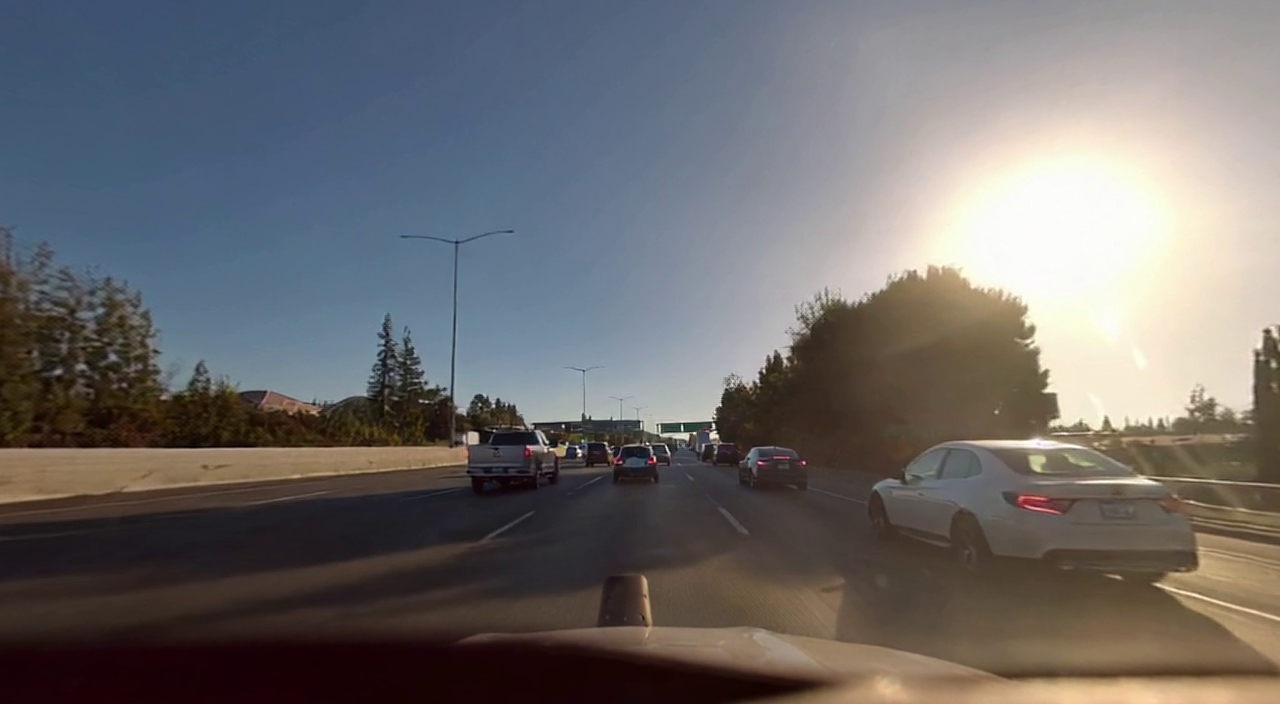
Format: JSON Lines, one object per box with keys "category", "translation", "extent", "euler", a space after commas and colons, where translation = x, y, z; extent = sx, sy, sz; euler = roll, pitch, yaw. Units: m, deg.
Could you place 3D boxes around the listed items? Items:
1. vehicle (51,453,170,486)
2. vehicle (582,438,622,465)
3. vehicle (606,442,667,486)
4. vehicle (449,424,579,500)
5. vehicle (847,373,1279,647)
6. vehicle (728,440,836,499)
{"category": "vehicle", "translation": [-26.240, 5.813, 31.473], "extent": [1.956, 1.476, 4.412], "euler": [0, -8, 3]}
{"category": "vehicle", "translation": [-2.609, 7.076, 44.923], "extent": [2.110, 1.811, 5.585], "euler": [-1, -8, 4]}
{"category": "vehicle", "translation": [-0.030, 4.073, 23.252], "extent": [2.070, 1.456, 4.029], "euler": [0, -8, 2]}
{"category": "vehicle", "translation": [-3.450, 3.193, 18.834], "extent": [2.395, 1.892, 5.995], "euler": [0, -8, 2]}
{"category": "vehicle", "translation": [3.887, 1.355, 6.458], "extent": [1.999, 1.777, 4.578], "euler": [0, -8, 1]}
{"category": "vehicle", "translation": [3.946, 3.328, 18.411], "extent": [1.907, 1.474, 4.840], "euler": [0, -8, -2]}
